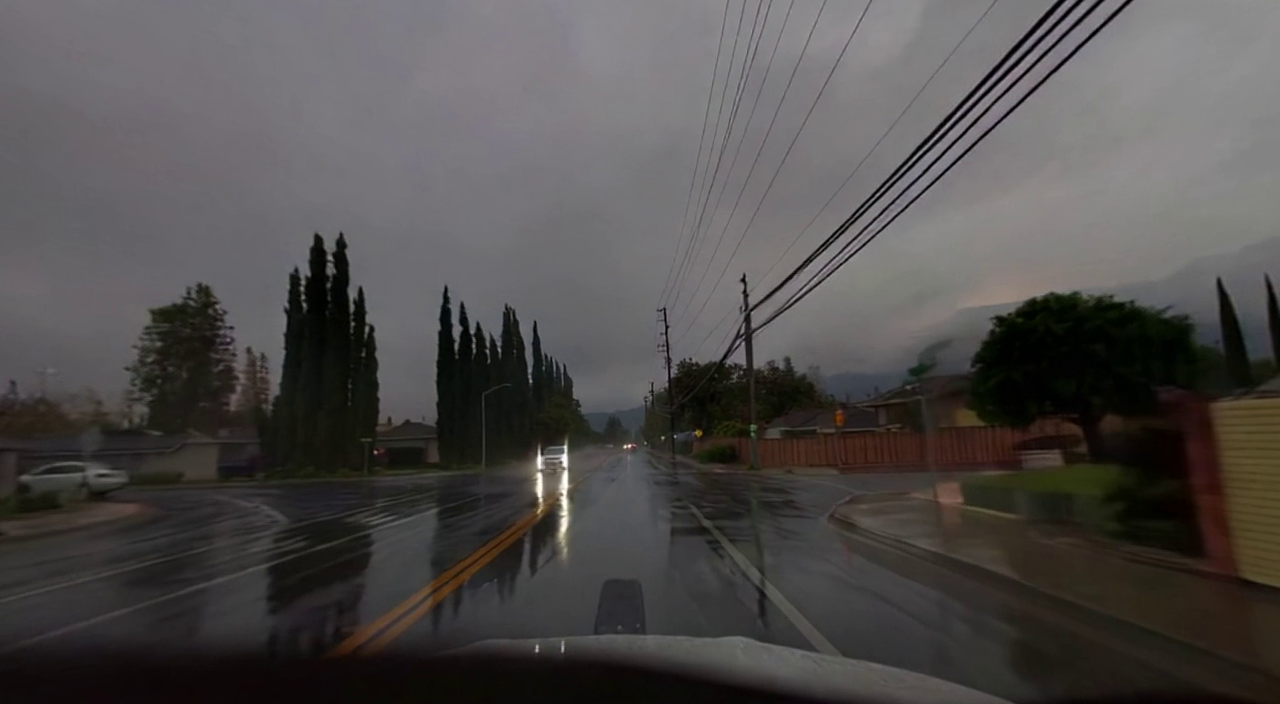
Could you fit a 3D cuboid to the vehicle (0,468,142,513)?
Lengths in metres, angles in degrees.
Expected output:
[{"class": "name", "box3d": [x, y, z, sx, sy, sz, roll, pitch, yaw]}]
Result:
[{"class": "vehicle", "box3d": [-21.063, 5.004, 23.045, 4.241, 1.385, 1.727, 2, -10, 2]}]
